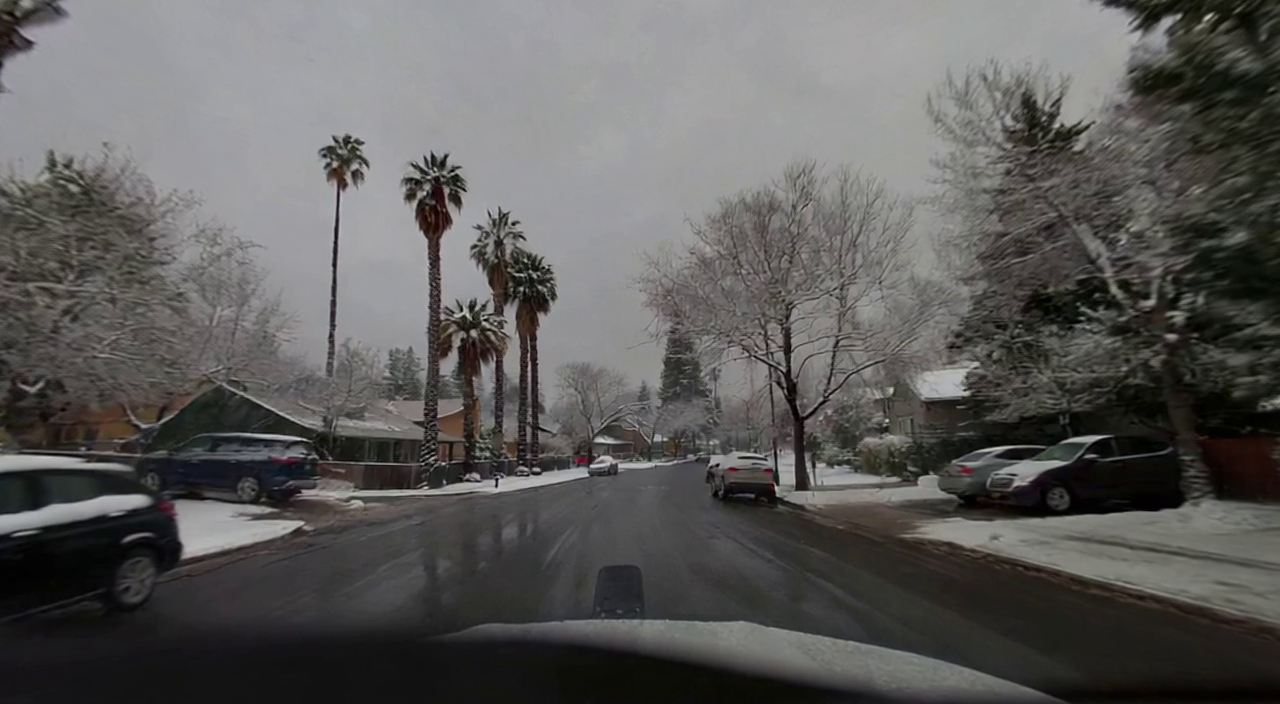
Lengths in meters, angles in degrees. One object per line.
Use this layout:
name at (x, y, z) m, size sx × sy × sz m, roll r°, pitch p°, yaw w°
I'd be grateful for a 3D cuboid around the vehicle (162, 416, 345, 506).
vehicle at (-13.394, 3.677, 21.673) m, size 6.773 × 2.680 × 2.459 m, roll -5°, pitch -10°, yaw 32°

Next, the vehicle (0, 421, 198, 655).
vehicle at (-5.788, 1.437, 4.722) m, size 1.947 × 1.672 × 4.289 m, roll -1°, pitch -19°, yaw -4°

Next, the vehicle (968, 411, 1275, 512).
vehicle at (9.756, 2.358, 13.165) m, size 4.478 × 1.705 × 2.050 m, roll -3°, pitch -16°, yaw 2°

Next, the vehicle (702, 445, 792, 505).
vehicle at (3.561, 4.174, 22.006) m, size 2.197 × 1.816 × 4.845 m, roll 0°, pitch -8°, yaw -1°
